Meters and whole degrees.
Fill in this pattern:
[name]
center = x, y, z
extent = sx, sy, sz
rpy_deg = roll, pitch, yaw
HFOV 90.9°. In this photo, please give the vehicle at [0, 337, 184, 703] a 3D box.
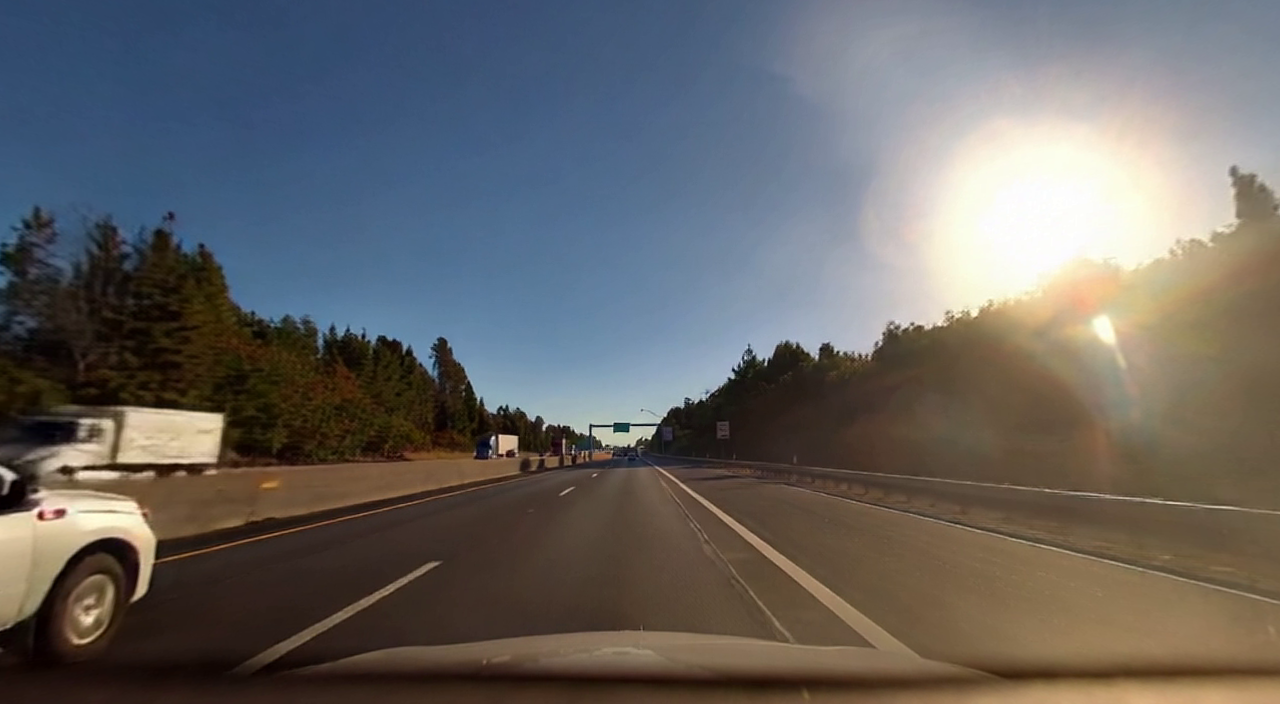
[vehicle]
center = -4.237, 0.647, 1.640
extent = 2.214, 1.872, 5.179
rpy_deg = 0, -9, 0
